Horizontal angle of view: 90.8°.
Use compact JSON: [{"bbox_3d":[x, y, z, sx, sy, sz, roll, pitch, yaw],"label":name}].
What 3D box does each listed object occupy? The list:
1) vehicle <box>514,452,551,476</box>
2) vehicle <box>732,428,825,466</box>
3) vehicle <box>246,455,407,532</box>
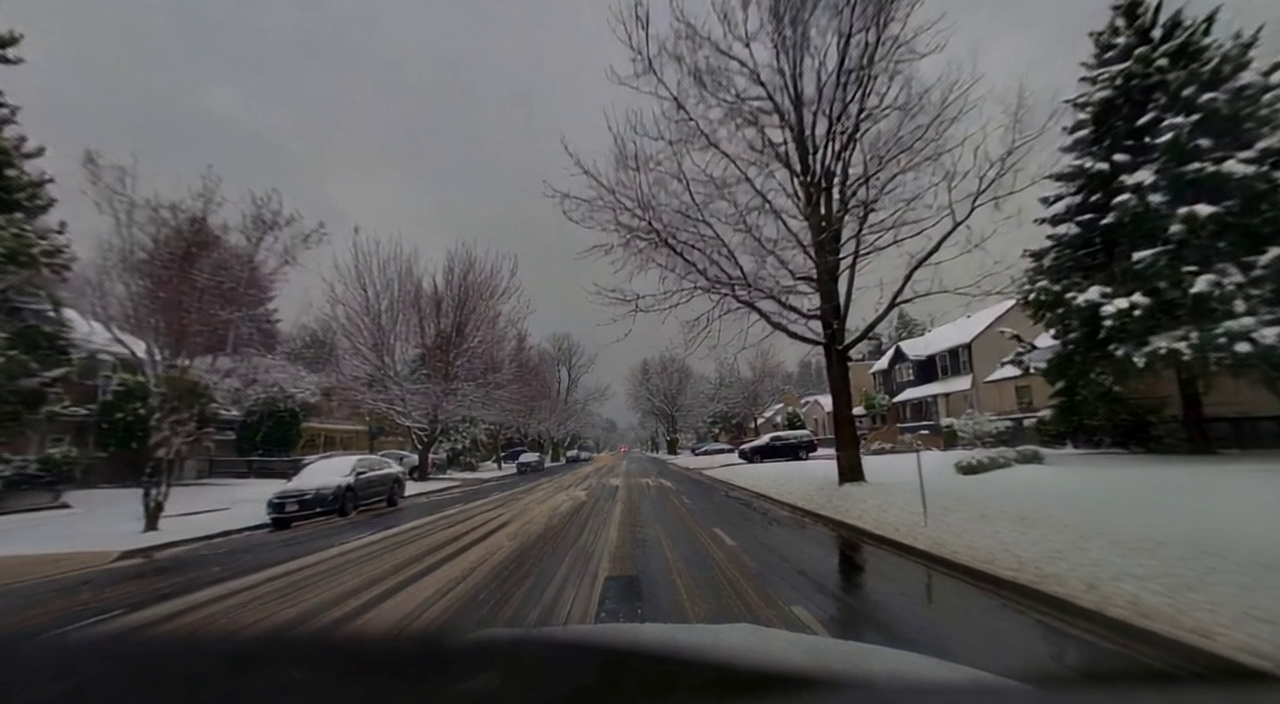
[{"bbox_3d":[-8.060,8.420,47.709,1.973,1.500,4.781,-5,-9,-2],"label":"vehicle"},{"bbox_3d":[8.616,5.961,39.568,5.221,1.958,1.992,-4,-9,-1],"label":"vehicle"},{"bbox_3d":[-7.743,3.484,16.175,1.919,1.492,4.547,-5,-9,-2],"label":"vehicle"}]
